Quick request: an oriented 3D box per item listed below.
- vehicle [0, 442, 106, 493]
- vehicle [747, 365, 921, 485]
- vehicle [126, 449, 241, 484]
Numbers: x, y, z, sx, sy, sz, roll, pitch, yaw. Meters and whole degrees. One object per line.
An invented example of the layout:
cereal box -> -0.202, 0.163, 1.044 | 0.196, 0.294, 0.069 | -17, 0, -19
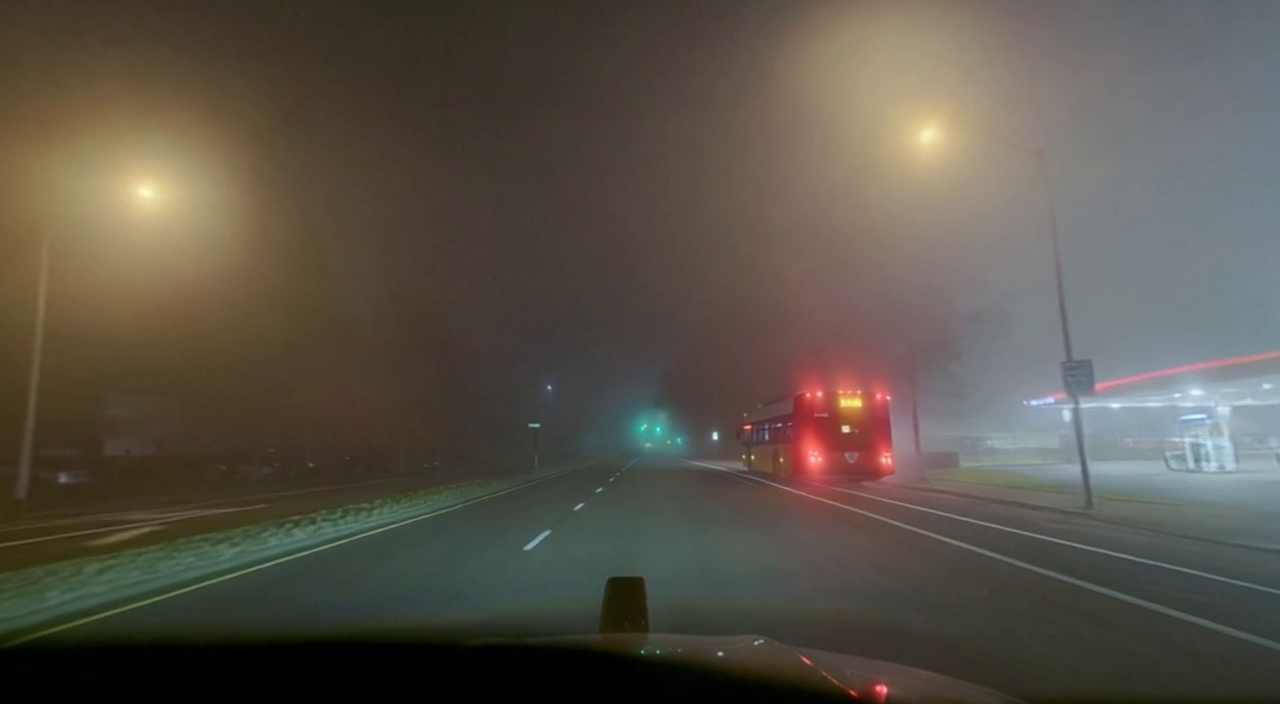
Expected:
vehicle -> -24.412, 4.382, 24.157 | 2.284, 1.855, 5.392 | -4, -9, 25
vehicle -> 8.605, 3.744, 30.893 | 4.582, 4.678, 12.589 | 0, -8, 0
vehicle -> -24.218, 6.076, 33.537 | 4.325, 1.716, 2.358 | 0, -9, 5
